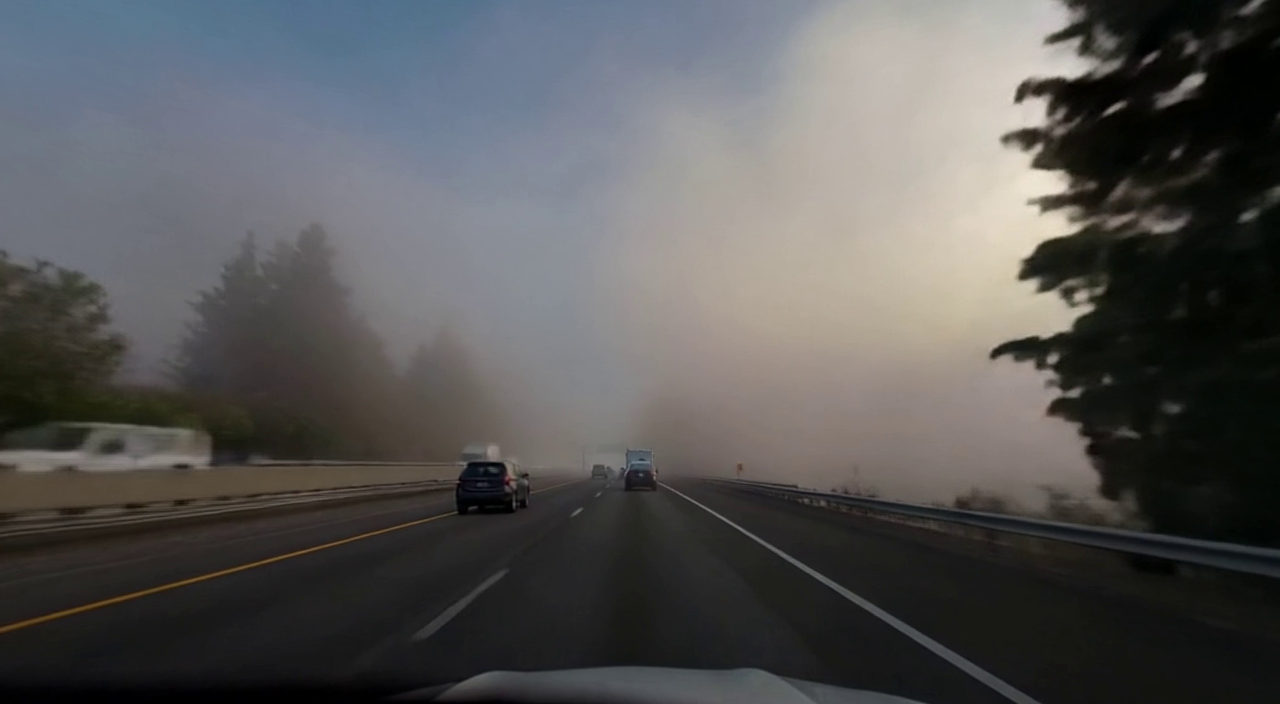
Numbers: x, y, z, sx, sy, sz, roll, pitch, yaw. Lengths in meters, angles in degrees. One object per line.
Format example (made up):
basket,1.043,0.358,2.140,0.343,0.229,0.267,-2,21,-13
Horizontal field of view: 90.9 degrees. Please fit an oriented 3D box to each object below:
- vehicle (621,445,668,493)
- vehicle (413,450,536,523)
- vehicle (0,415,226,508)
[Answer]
vehicle,0.176,6.841,36.800,2.482,2.549,5.447,1,-11,-2
vehicle,-4.133,3.462,16.500,2.100,1.605,3.883,1,-11,0
vehicle,-12.190,2.518,14.421,2.034,1.743,4.889,1,-11,0
